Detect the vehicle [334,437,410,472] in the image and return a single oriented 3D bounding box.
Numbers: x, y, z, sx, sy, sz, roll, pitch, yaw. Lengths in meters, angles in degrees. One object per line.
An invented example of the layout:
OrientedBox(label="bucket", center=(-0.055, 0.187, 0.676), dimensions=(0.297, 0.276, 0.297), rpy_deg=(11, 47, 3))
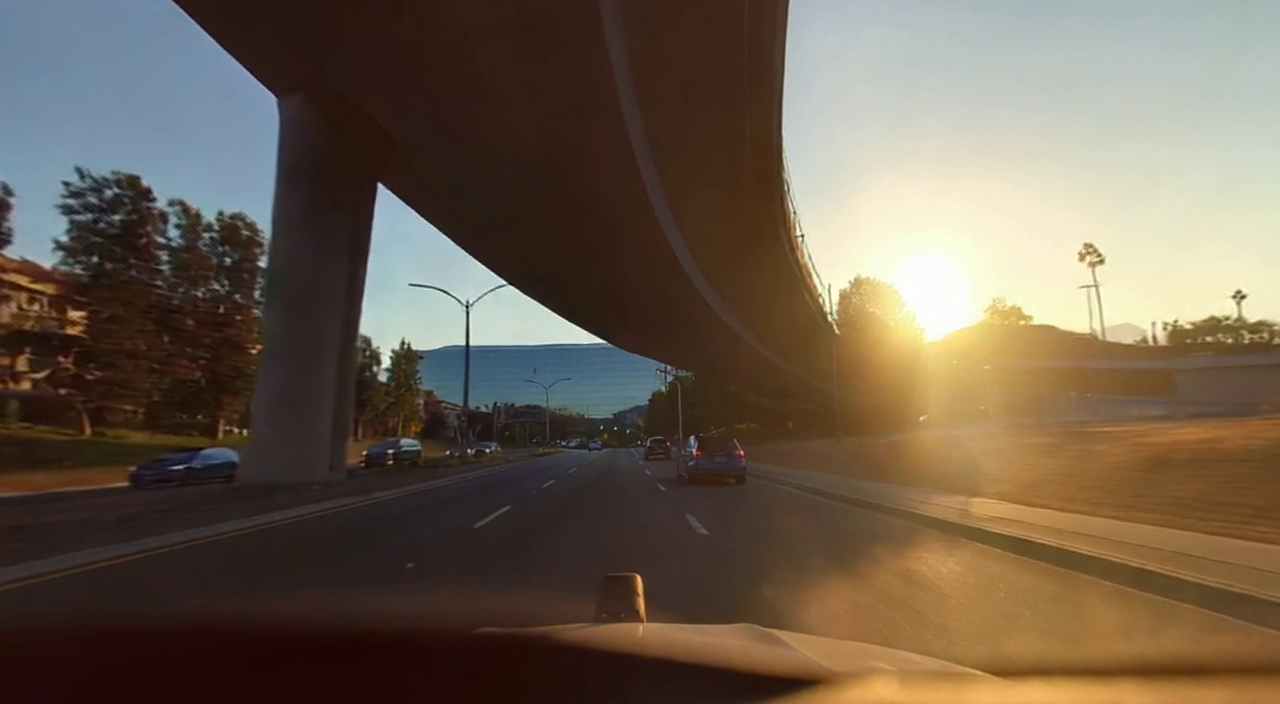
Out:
OrientedBox(label="vehicle", center=(-13.902, 5.337, 33.000), dimensions=(2.052, 1.690, 4.458), rpy_deg=(0, -8, -1))

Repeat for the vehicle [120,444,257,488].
OrientedBox(label="vehicle", center=(-16.863, 4.253, 23.870), dimensions=(1.883, 1.506, 4.535), rpy_deg=(0, -8, -2))

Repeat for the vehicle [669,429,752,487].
OrientedBox(label="vehicle", center=(2.211, 3.519, 21.098), dimensions=(2.110, 1.712, 4.489), rpy_deg=(0, -8, -2))
